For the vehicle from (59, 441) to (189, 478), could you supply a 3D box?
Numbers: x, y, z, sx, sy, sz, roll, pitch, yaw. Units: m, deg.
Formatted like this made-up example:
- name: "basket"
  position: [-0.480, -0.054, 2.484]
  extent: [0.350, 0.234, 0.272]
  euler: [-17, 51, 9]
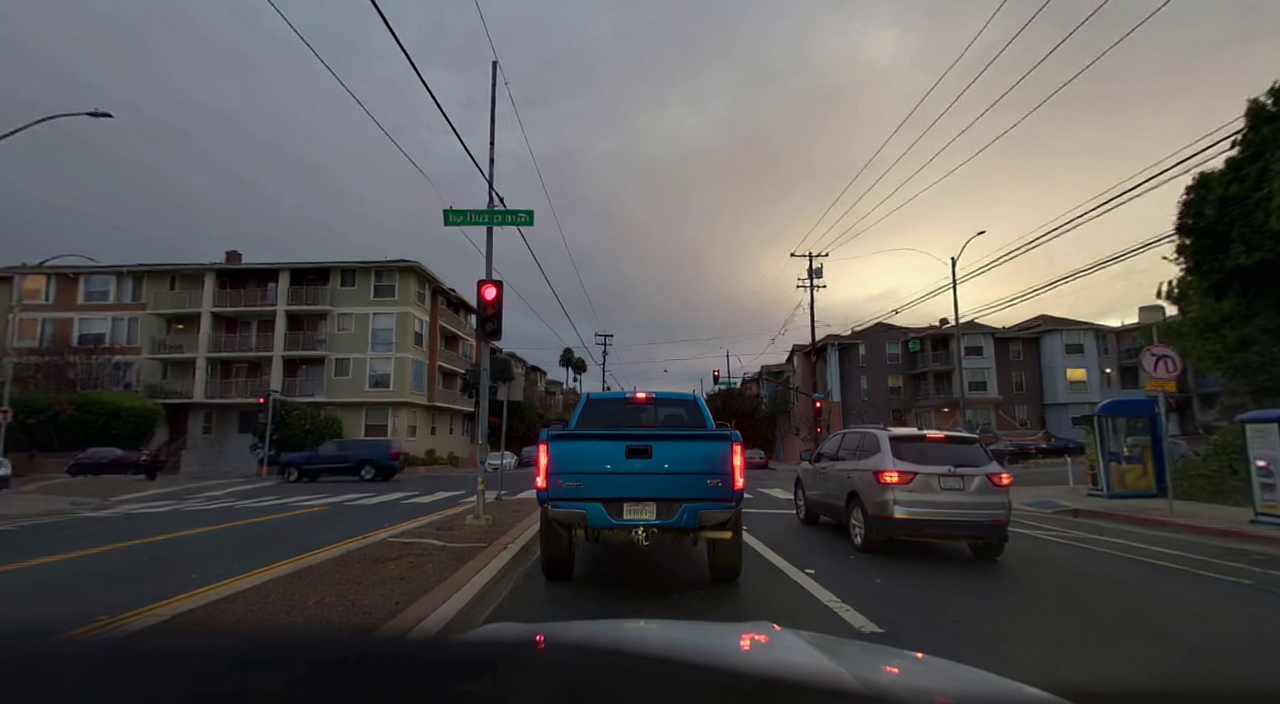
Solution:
- name: "vehicle"
  position: [-24.848, 5.156, 30.458]
  extent: [4.563, 1.692, 1.778]
  euler: [0, -8, -2]

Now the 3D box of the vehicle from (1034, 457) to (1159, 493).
- name: "vehicle"
  position: [21.740, 5.860, 30.164]
  extent: [4.498, 1.618, 1.843]
  euler: [0, -9, 0]

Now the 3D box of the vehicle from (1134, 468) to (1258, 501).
- name: "vehicle"
  position: [26.372, 6.283, 30.008]
  extent: [4.071, 1.388, 1.884]
  euler: [0, -8, 1]

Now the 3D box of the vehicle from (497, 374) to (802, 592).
- name: "vehicle"
  position: [0.112, 1.557, 8.308]
  extent: [2.738, 1.959, 5.070]
  euler: [0, -8, 1]

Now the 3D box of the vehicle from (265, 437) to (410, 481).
- name: "vehicle"
  position: [-12.640, 4.493, 26.589]
  extent: [5.043, 1.766, 1.980]
  euler: [0, -8, -1]

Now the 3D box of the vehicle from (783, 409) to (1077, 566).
- name: "vehicle"
  position: [3.842, 1.883, 9.584]
  extent: [2.131, 1.759, 4.762]
  euler: [0, -8, -1]
